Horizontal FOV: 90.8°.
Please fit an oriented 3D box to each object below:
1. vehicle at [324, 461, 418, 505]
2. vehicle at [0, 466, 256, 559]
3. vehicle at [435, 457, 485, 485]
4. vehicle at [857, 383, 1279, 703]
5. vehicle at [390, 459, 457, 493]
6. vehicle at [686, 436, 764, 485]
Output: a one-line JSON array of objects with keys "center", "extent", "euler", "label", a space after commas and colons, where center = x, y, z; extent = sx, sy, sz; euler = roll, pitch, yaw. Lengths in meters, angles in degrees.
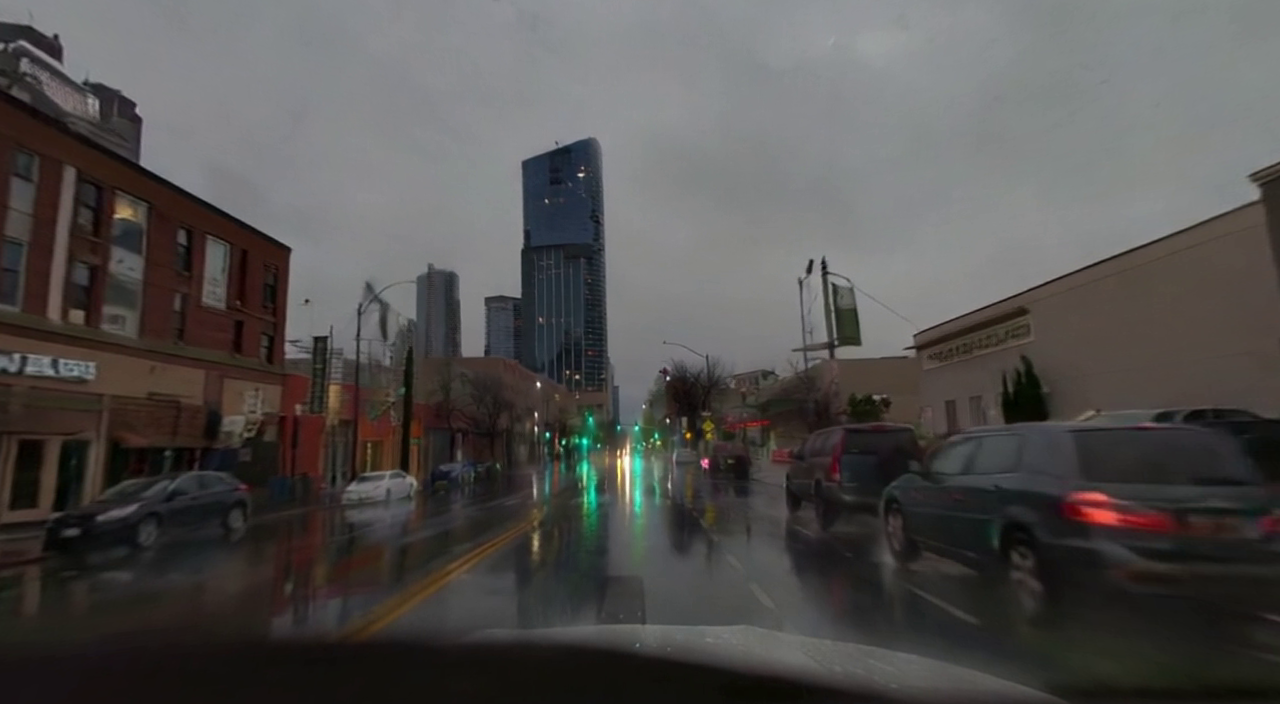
[{"center": [-10.863, 5.295, 25.916], "extent": [1.861, 1.473, 4.633], "euler": [0, -8, -1], "label": "vehicle"}, {"center": [-10.882, 3.381, 13.990], "extent": [2.018, 1.553, 4.407], "euler": [0, -8, -1], "label": "vehicle"}, {"center": [-10.797, 7.159, 38.174], "extent": [1.748, 1.478, 4.413], "euler": [0, -8, 0], "label": "vehicle"}, {"center": [3.854, 1.421, 5.800], "extent": [2.118, 1.779, 5.121], "euler": [-1, -9, 3], "label": "vehicle"}, {"center": [-10.816, 6.218, 31.914], "extent": [1.803, 1.489, 4.404], "euler": [-1, -8, 1], "label": "vehicle"}, {"center": [3.598, 4.738, 27.975], "extent": [2.492, 1.909, 5.830], "euler": [0, -8, -1], "label": "vehicle"}]
